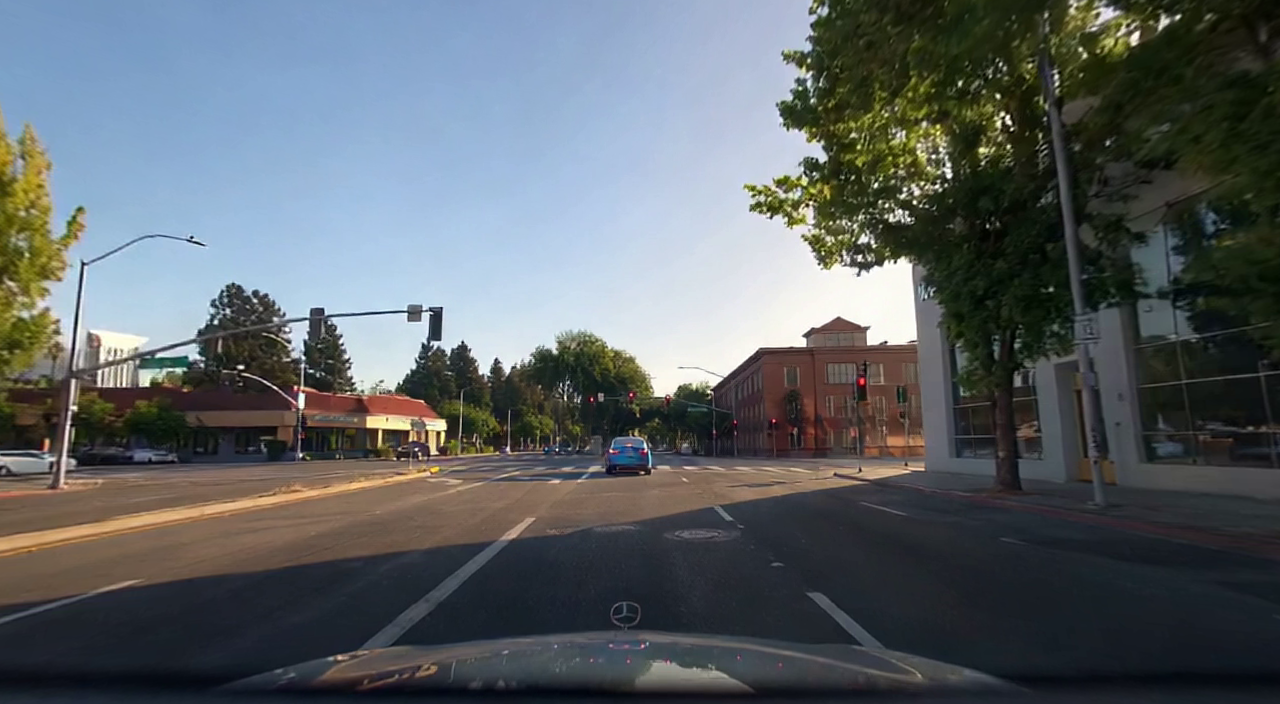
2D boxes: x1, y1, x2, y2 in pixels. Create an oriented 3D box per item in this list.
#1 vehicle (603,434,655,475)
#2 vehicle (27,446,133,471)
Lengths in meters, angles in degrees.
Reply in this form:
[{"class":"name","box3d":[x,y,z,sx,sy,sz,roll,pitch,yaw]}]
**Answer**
[{"class":"vehicle","box3d":[-0.482,4.422,27.340,2.066,1.618,3.922,0,-9,-1]},{"class":"vehicle","box3d":[-36.989,7.034,41.841,4.891,1.591,2.067,0,-9,-2]}]
